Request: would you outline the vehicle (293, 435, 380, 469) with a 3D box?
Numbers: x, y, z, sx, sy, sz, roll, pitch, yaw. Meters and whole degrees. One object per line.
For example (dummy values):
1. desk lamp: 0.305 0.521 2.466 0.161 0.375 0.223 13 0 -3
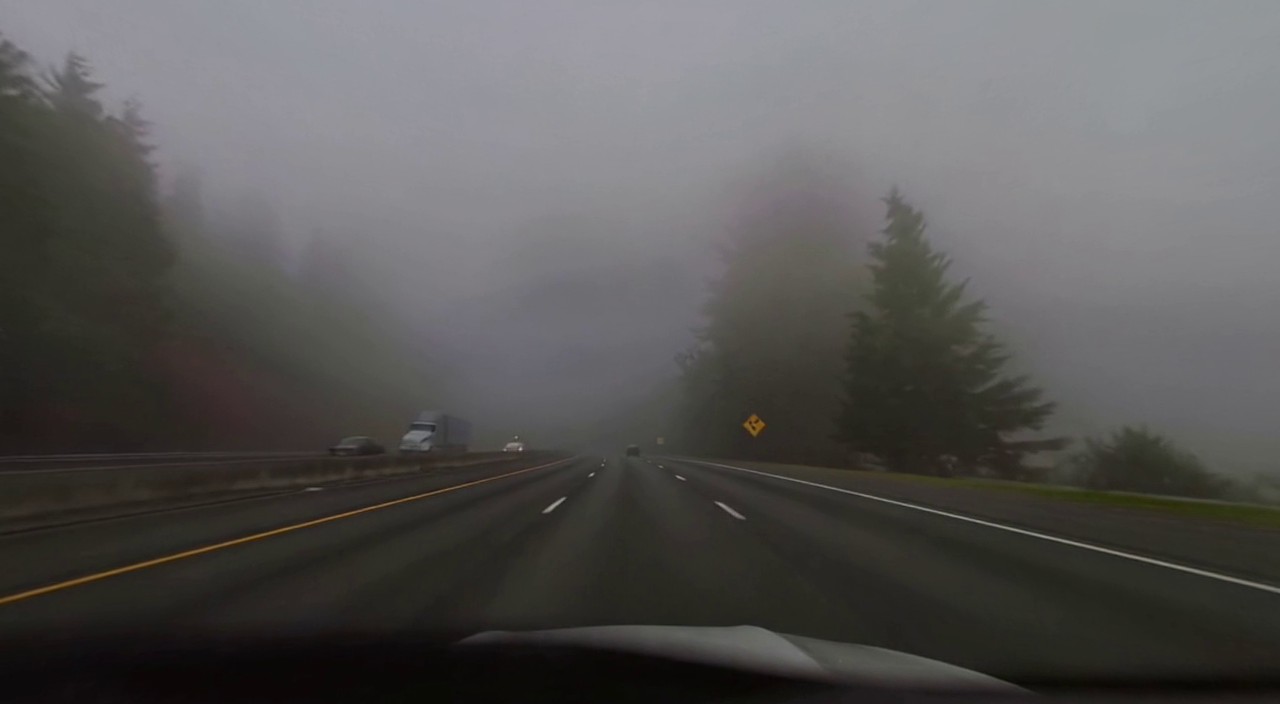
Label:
1. vehicle: -13.848 4.601 29.085 1.854 1.438 4.451 0 -9 -1
